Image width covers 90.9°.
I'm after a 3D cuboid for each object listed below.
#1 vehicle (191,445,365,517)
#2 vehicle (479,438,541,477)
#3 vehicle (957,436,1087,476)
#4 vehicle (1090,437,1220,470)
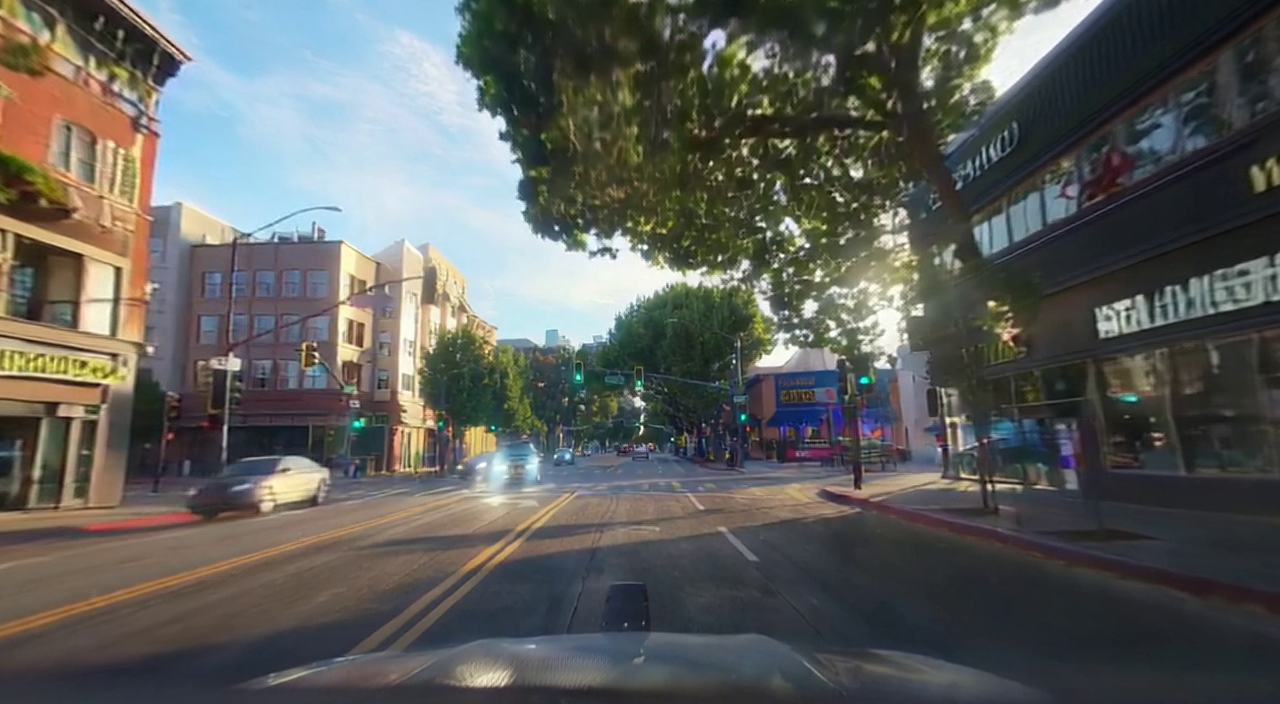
[{"bbox_3d":[-8.807,3.130,15.811,1.978,1.561,3.907,0,-9,1],"label":"vehicle"},{"bbox_3d":[-6.266,5.125,30.807,2.041,1.756,4.392,0,-9,1],"label":"vehicle"},{"bbox_3d":[16.583,4.527,27.528,4.299,1.679,2.011,0,-9,0],"label":"vehicle"},{"bbox_3d":[24.754,4.877,30.422,4.503,1.472,2.032,0,-9,-2],"label":"vehicle"}]
